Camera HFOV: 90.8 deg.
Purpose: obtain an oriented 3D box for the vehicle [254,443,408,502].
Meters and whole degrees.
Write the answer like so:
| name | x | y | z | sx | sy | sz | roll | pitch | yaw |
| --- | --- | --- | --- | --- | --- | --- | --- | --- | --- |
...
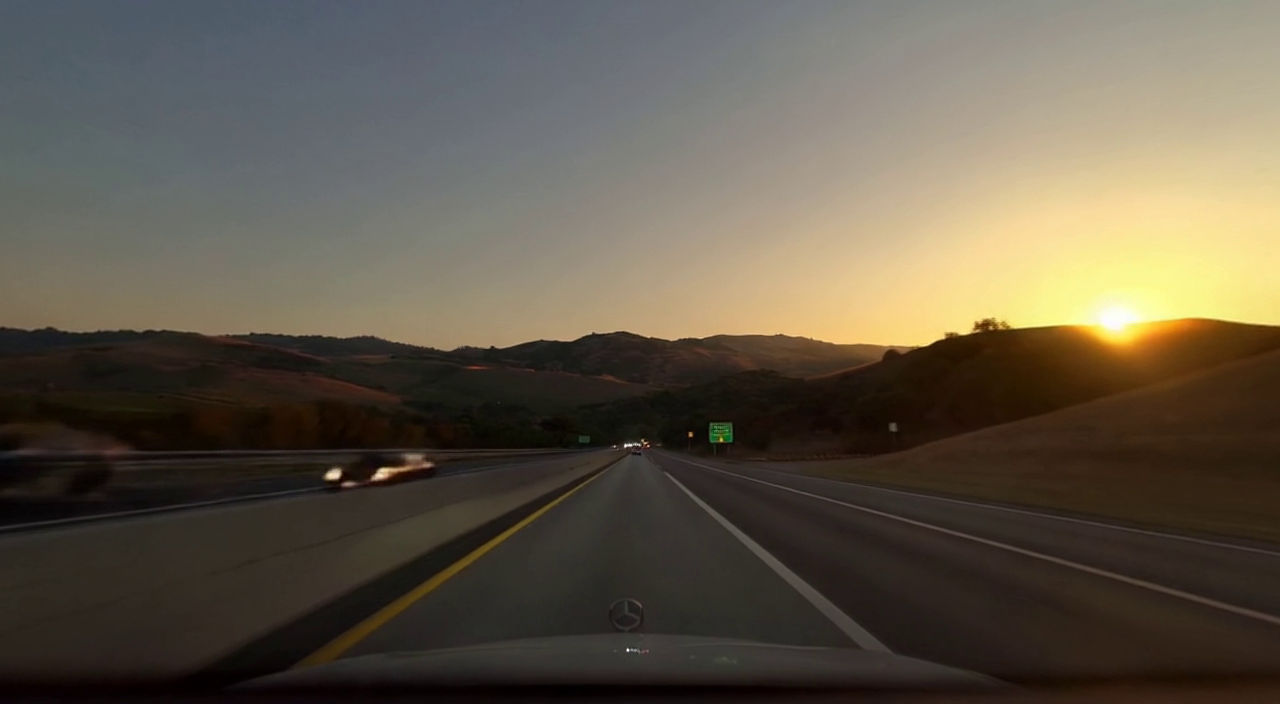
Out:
| name | x | y | z | sx | sy | sz | roll | pitch | yaw |
| --- | --- | --- | --- | --- | --- | --- | --- | --- | --- |
| vehicle | -8.473 | 3.321 | 17.865 | 2.136 | 1.442 | 4.377 | 0 | -9 | 0 |
